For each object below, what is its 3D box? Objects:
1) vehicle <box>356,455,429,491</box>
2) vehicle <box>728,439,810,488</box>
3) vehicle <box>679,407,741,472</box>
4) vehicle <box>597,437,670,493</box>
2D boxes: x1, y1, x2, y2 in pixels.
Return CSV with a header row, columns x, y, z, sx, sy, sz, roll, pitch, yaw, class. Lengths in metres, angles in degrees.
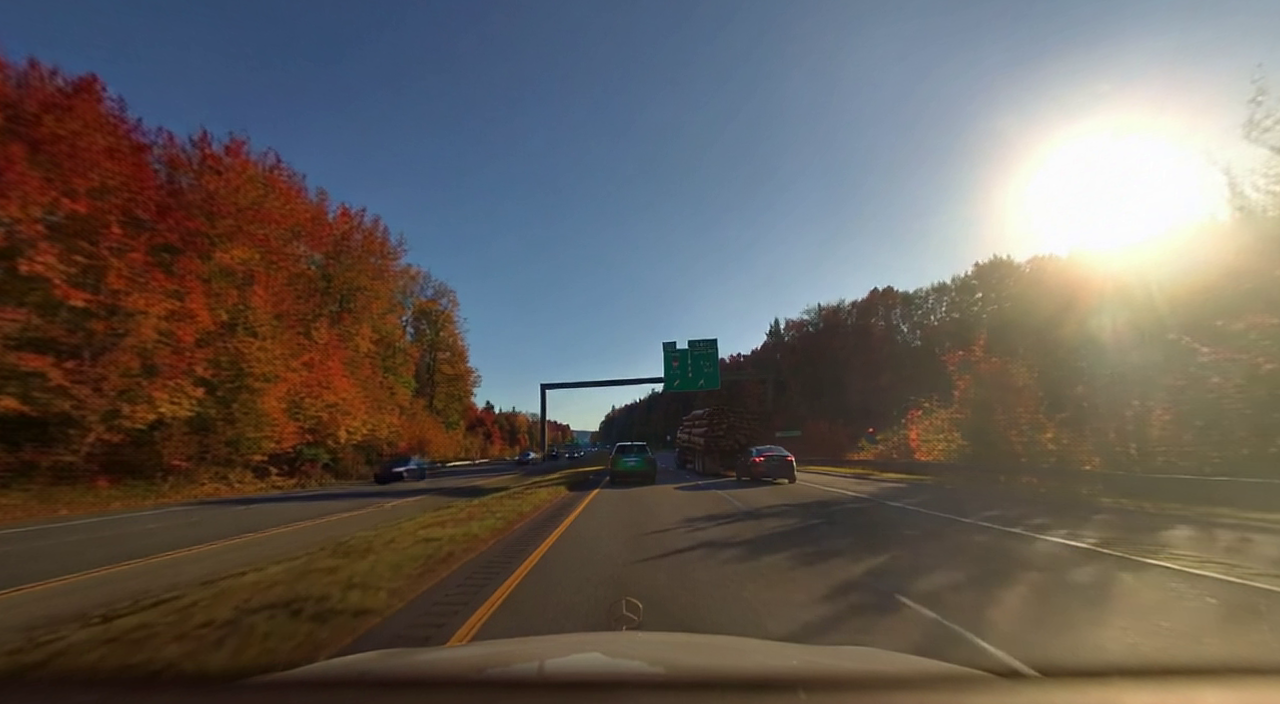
x,y,z,sx,sy,sz,roll,pitch,yaw,class
-12.769,6.245,32.691,1.987,1.612,4.522,0,-9,0,vehicle
4.802,4.218,24.062,2.057,1.660,4.525,0,-9,-2,vehicle
4.569,6.017,42.800,3.125,3.895,8.461,0,-9,-1,vehicle
-0.232,3.835,21.533,2.263,1.699,3.936,0,-9,-1,vehicle
